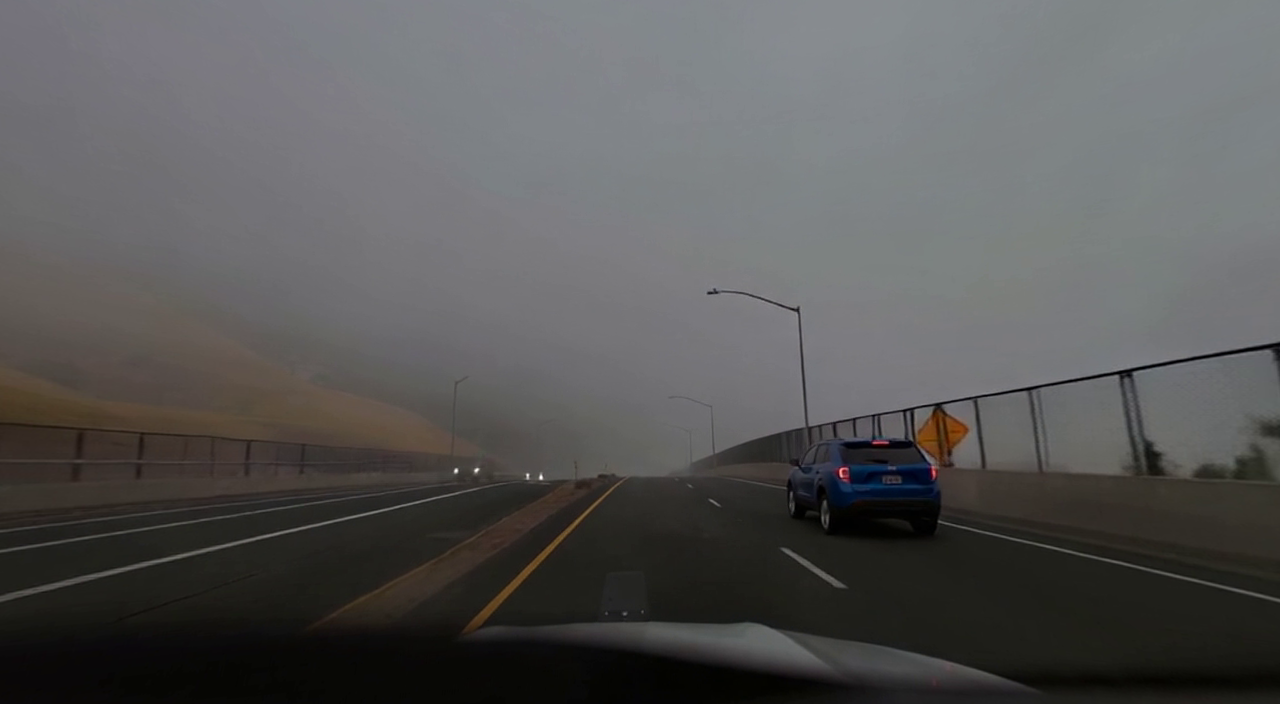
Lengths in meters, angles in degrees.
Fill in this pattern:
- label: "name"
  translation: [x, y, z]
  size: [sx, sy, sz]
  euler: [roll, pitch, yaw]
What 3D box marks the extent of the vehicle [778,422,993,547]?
- label: "vehicle"
  translation: [3.920, 2.186, 11.048]
  size: [1.989, 1.730, 4.324]
  euler: [0, -9, 0]
